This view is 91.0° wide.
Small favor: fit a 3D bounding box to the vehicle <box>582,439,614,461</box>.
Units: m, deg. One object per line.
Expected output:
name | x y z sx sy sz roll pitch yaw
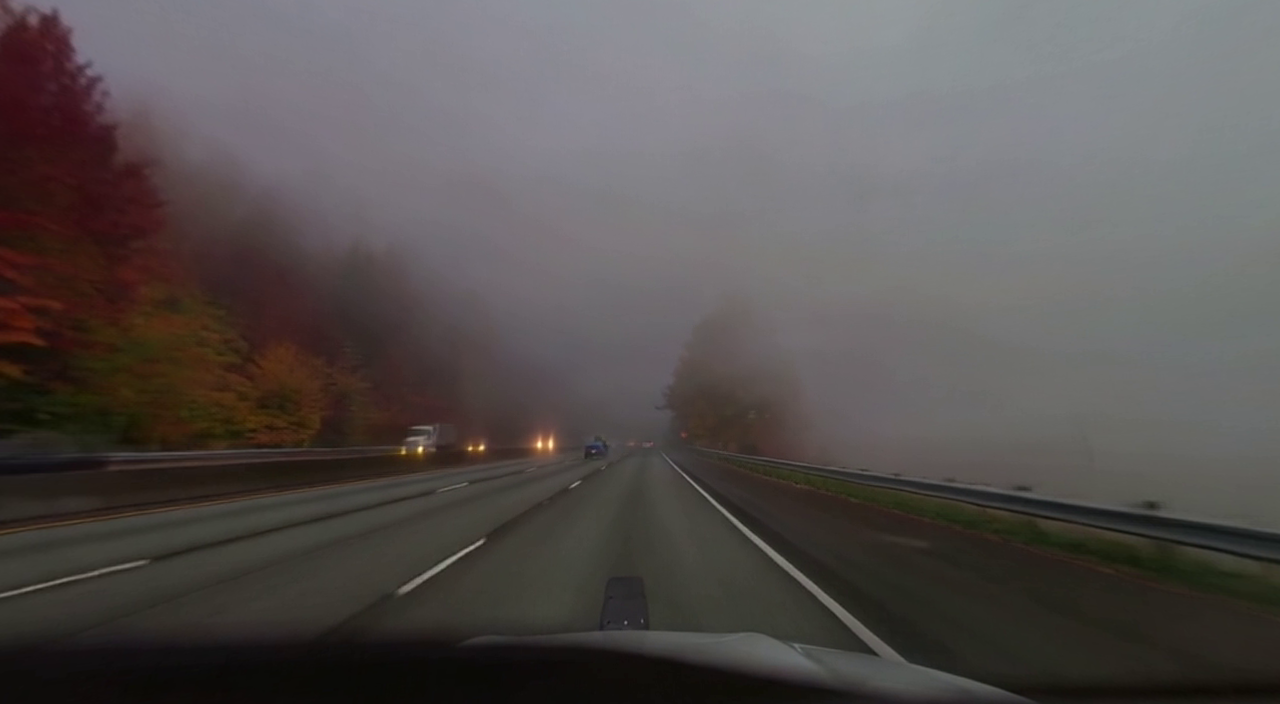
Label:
vehicle | -3.275 7.701 49.626 2.123 1.643 4.479 0 -8 1
